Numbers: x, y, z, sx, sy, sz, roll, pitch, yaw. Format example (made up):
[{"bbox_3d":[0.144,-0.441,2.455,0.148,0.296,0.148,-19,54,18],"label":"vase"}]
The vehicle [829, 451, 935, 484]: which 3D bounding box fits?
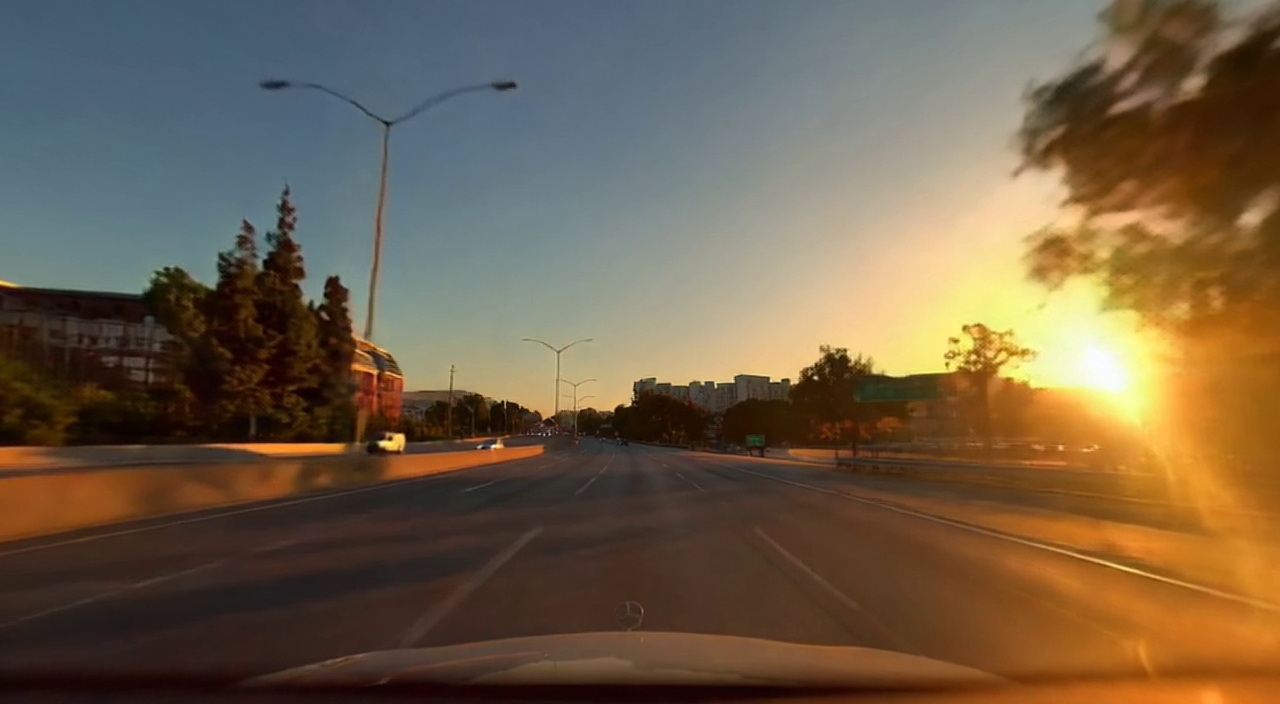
[{"bbox_3d":[9.348,4.490,24.801,2.635,1.057,4.249,1,-8,2],"label":"vehicle"}]
